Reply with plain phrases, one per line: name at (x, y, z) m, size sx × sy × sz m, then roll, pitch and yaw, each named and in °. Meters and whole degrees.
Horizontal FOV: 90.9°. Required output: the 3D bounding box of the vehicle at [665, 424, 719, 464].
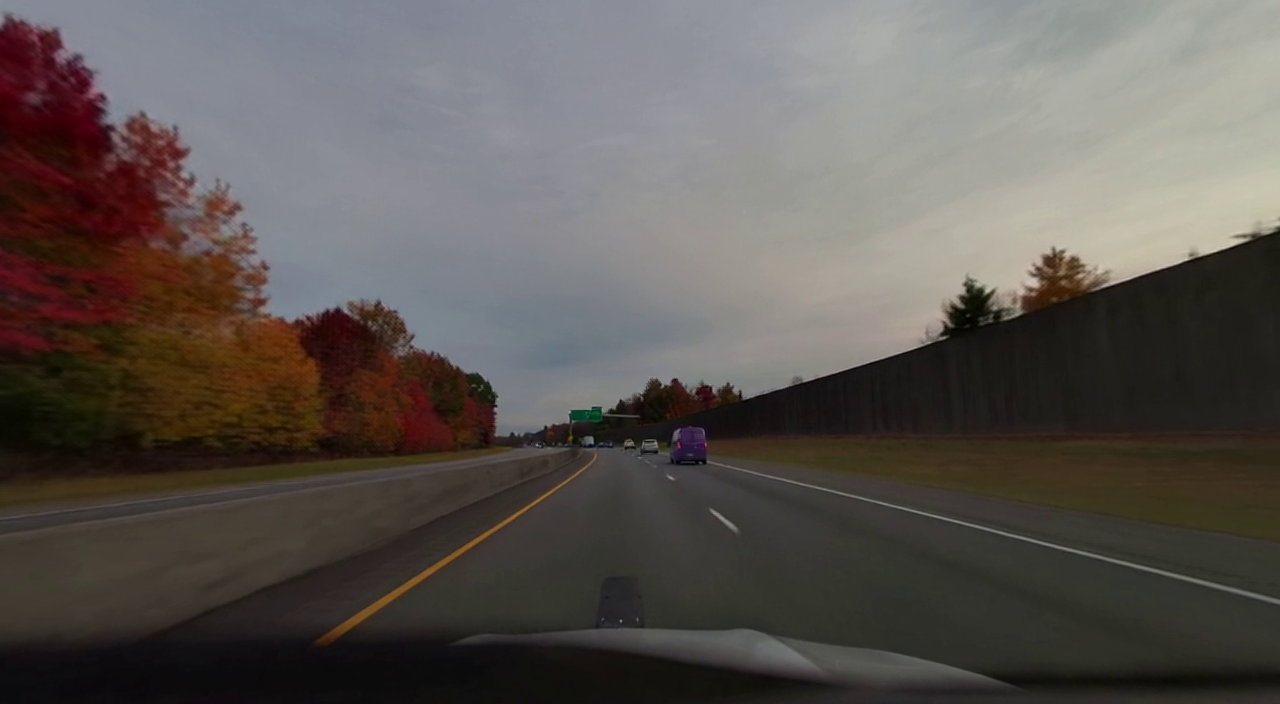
vehicle at (2.849, 5.229, 35.753) m, size 2.393 × 2.072 × 4.958 m, roll 1°, pitch -8°, yaw -3°
